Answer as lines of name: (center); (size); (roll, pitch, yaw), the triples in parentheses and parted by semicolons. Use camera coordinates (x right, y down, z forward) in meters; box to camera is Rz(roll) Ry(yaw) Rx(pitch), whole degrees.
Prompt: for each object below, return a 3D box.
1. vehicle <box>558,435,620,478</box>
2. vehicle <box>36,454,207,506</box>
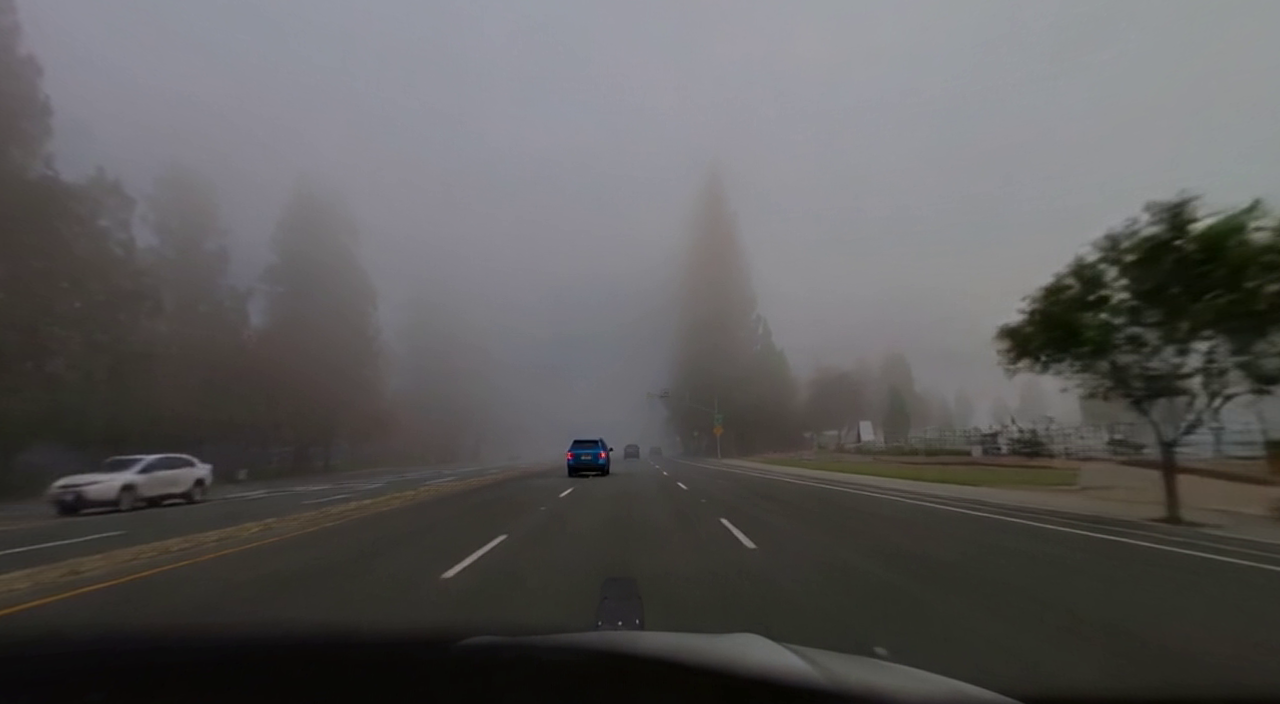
vehicle: (-2.110, 4.505, 27.337); (2.174, 1.703, 4.231); (0, -9, 2)
vehicle: (-17.151, 4.214, 21.299); (1.895, 1.502, 4.711); (1, -9, -2)
